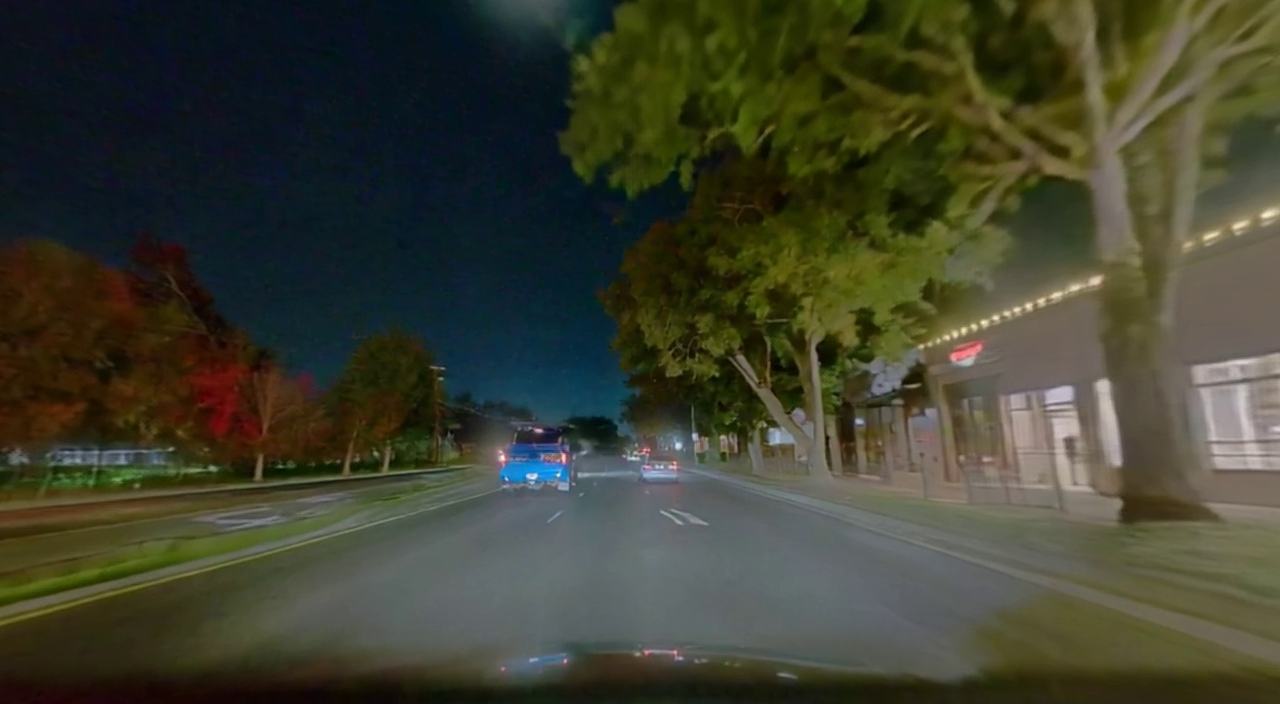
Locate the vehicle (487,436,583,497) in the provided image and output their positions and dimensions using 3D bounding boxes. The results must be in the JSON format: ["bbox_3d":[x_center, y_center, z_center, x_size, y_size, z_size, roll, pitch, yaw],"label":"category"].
[{"bbox_3d":[-3.320,3.769,21.212,2.464,1.777,5.128,0,-9,-2],"label":"vehicle"}]

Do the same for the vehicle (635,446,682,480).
[{"bbox_3d":[0.801,5.282,30.336,2.103,1.487,4.101,0,-9,0],"label":"vehicle"}]
